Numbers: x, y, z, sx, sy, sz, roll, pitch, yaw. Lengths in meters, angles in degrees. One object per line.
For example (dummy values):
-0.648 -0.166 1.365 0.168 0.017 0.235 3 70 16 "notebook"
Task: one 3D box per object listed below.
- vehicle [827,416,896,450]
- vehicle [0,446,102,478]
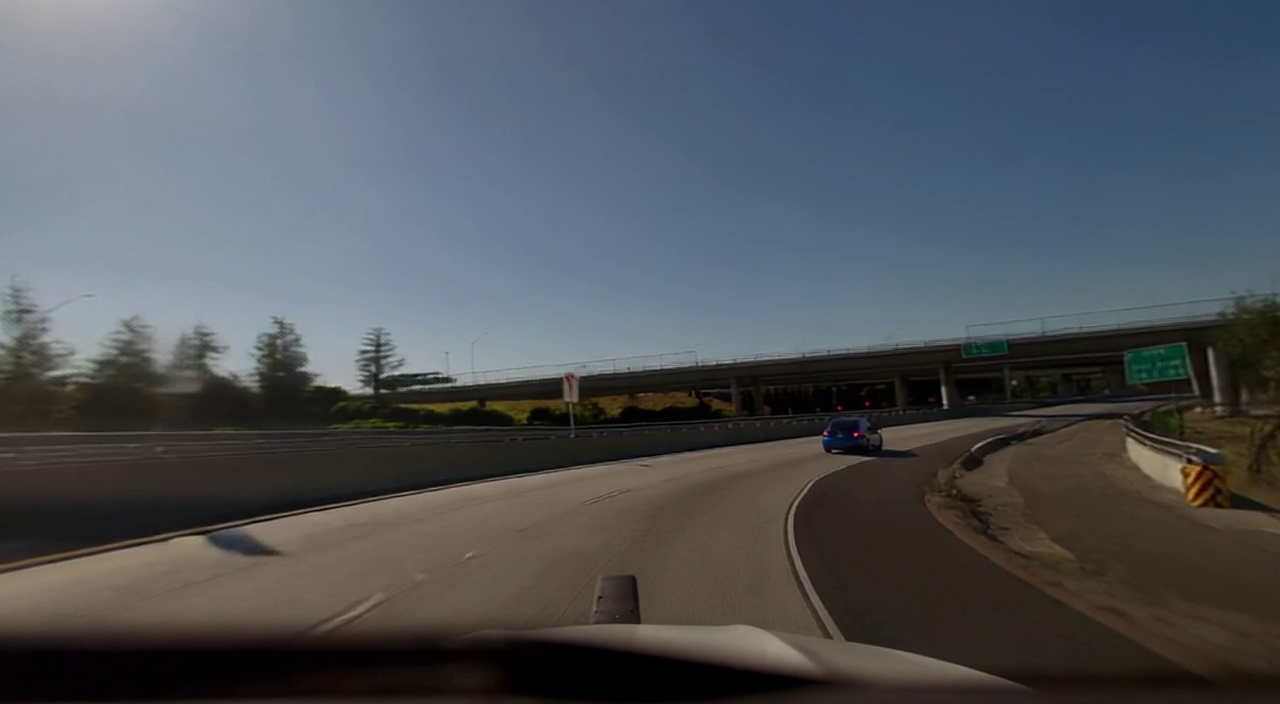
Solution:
10.446 3.774 29.537 2.028 1.440 3.970 -2 -7 35 "vehicle"
-31.374 5.792 33.417 4.119 1.500 1.767 6 -10 -41 "vehicle"
